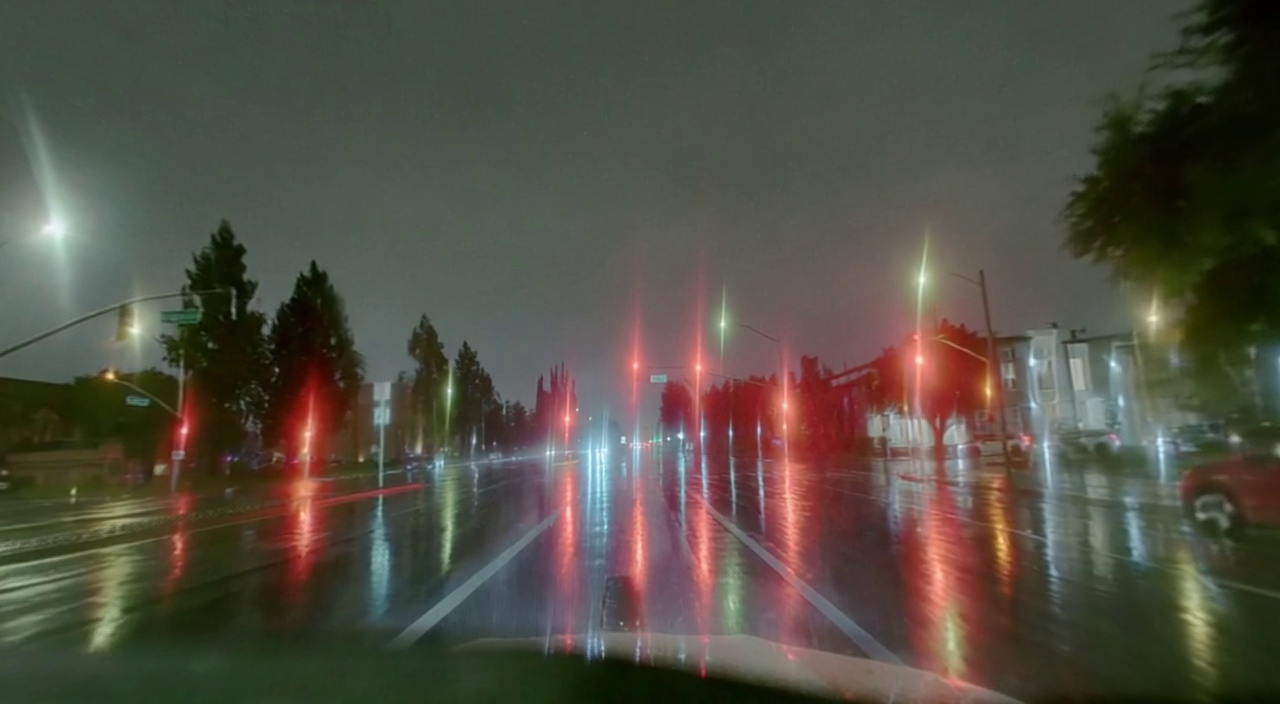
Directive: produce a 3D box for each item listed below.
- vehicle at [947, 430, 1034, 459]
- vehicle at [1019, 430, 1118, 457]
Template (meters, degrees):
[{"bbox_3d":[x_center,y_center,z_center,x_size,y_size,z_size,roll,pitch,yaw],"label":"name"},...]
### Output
[{"bbox_3d":[22.019,5.853,39.787,4.323,1.746,1.872,0,-9,-3],"label":"vehicle"},{"bbox_3d":[27.240,5.843,40.261,4.910,1.644,2.032,0,-9,-5],"label":"vehicle"}]
